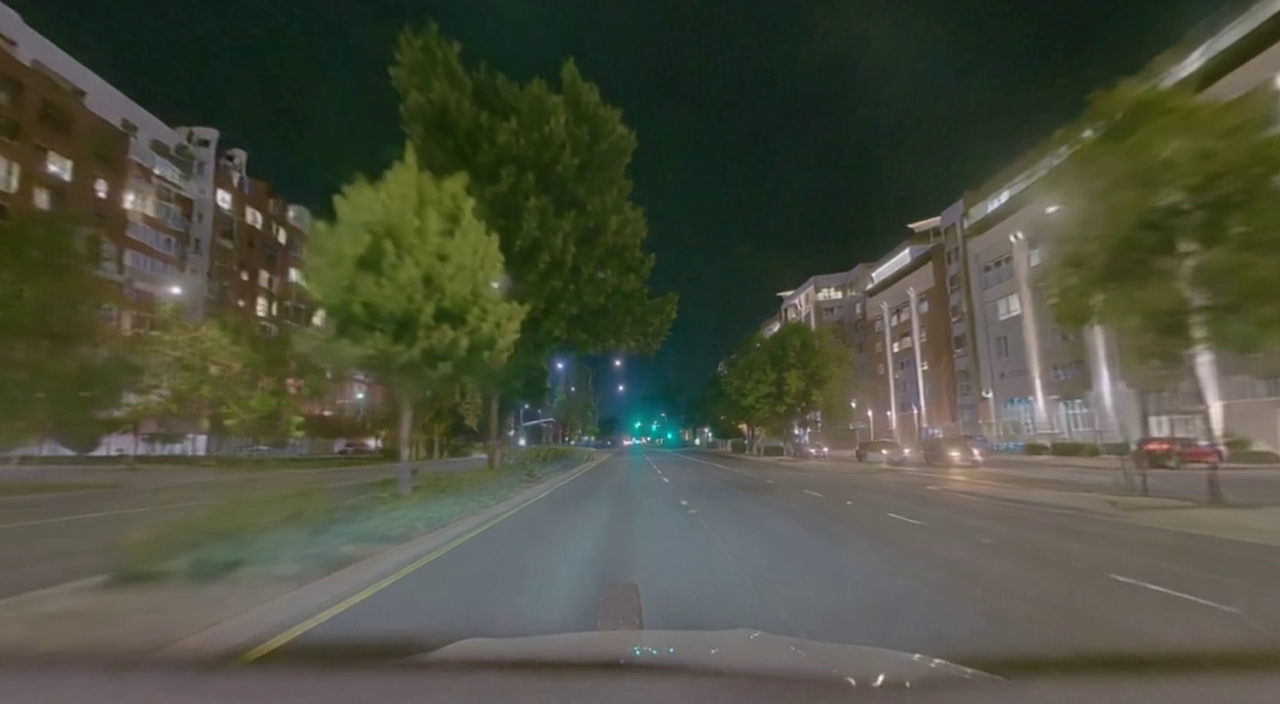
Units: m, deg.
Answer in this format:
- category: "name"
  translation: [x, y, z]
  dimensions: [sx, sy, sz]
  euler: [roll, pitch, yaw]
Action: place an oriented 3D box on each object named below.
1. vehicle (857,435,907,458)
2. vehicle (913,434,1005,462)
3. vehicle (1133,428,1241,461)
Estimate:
- category: "vehicle"
  translation: [18.725, 7.353, 49.016]
  dimensions: [1.947, 1.667, 4.347]
  euler: [0, -8, -3]
- category: "vehicle"
  translation: [20.164, 6.068, 40.094]
  dimensions: [4.661, 1.710, 2.127]
  euler: [0, -8, -1]
- category: "vehicle"
  translation: [29.256, 4.949, 33.857]
  dimensions: [4.279, 1.648, 1.982]
  euler: [1, -9, -10]
